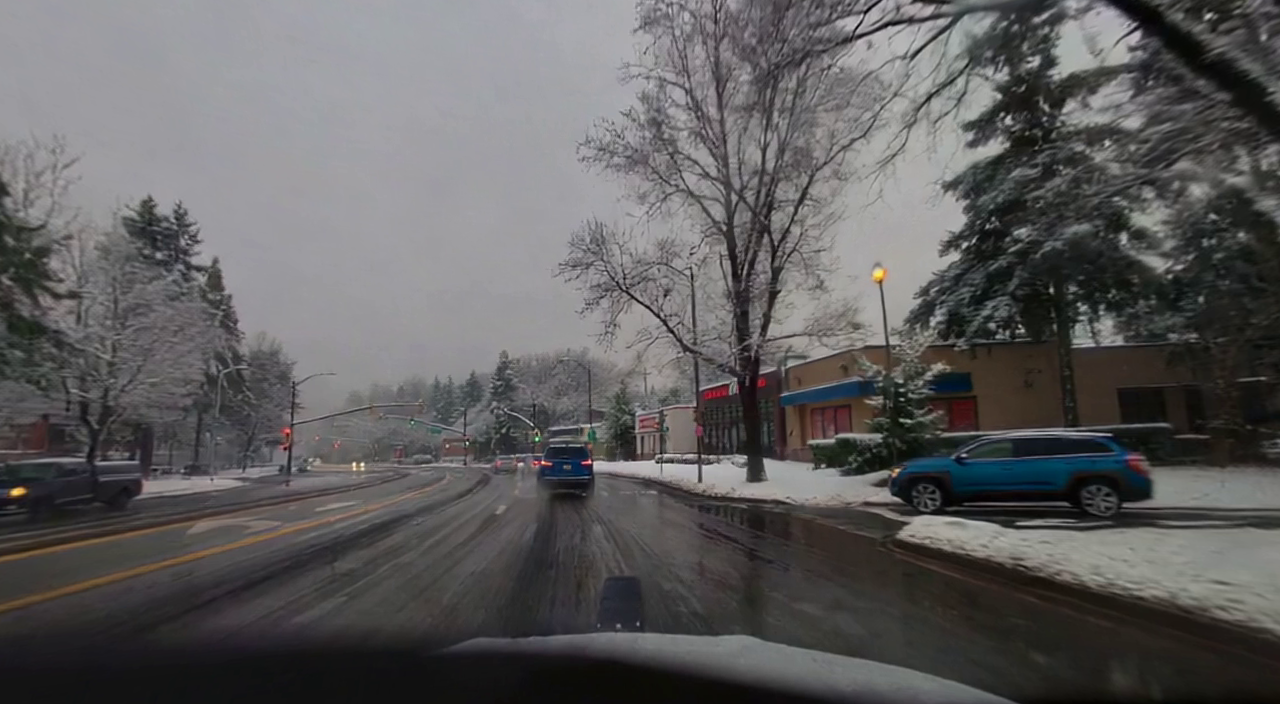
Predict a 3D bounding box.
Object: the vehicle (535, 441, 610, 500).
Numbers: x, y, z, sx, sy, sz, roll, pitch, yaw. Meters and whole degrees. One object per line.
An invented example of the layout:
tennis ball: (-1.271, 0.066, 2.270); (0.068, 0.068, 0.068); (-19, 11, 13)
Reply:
vehicle: (-2.355, 3.871, 21.089); (2.227, 1.733, 3.930); (1, -9, -10)

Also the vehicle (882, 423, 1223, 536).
vehicle: (7.681, 2.367, 12.356); (5.076, 1.761, 2.077); (-6, -10, 33)

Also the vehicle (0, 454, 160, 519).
vehicle: (-18.649, 4.292, 20.748); (2.421, 1.819, 4.804); (1, -9, -8)
